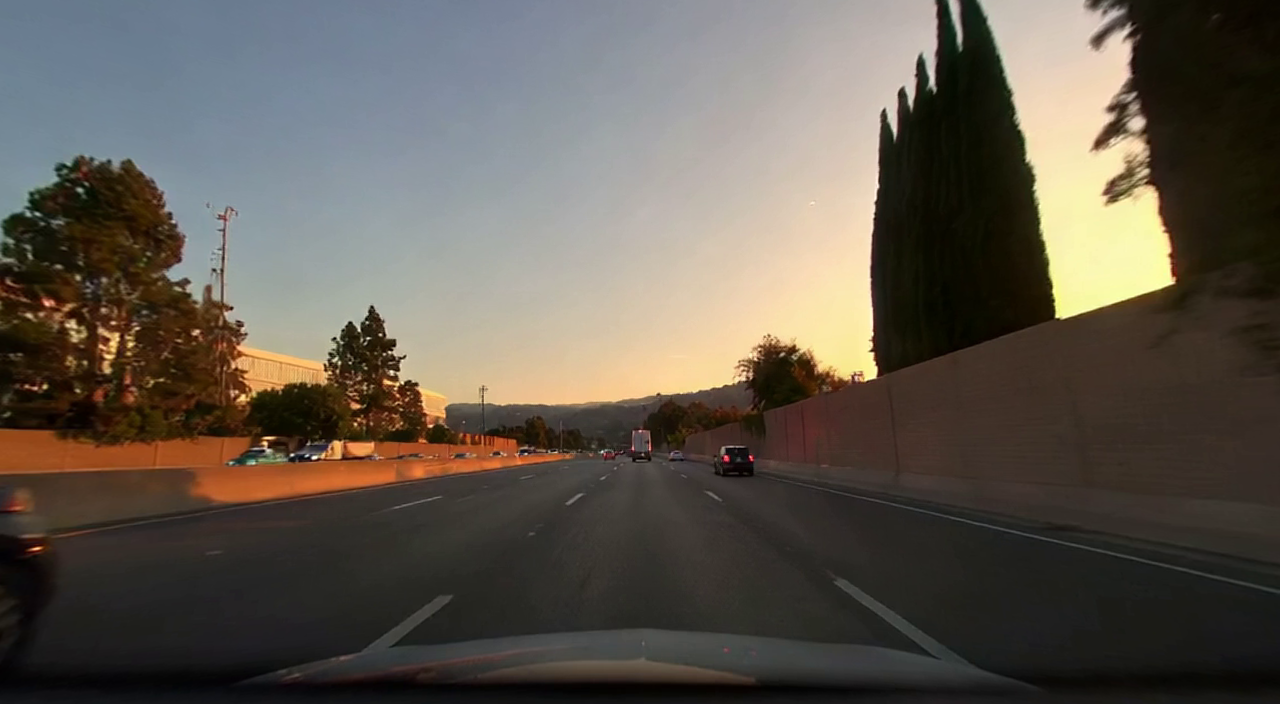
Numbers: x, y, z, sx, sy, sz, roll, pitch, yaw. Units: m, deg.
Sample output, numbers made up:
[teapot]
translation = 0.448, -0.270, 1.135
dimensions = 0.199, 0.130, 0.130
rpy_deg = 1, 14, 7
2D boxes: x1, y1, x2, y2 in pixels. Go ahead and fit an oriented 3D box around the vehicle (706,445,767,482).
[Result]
[vehicle]
translation = 4.281, 5.017, 28.680
dimensions = 1.973, 1.536, 4.337
rpy_deg = 0, -9, -1
